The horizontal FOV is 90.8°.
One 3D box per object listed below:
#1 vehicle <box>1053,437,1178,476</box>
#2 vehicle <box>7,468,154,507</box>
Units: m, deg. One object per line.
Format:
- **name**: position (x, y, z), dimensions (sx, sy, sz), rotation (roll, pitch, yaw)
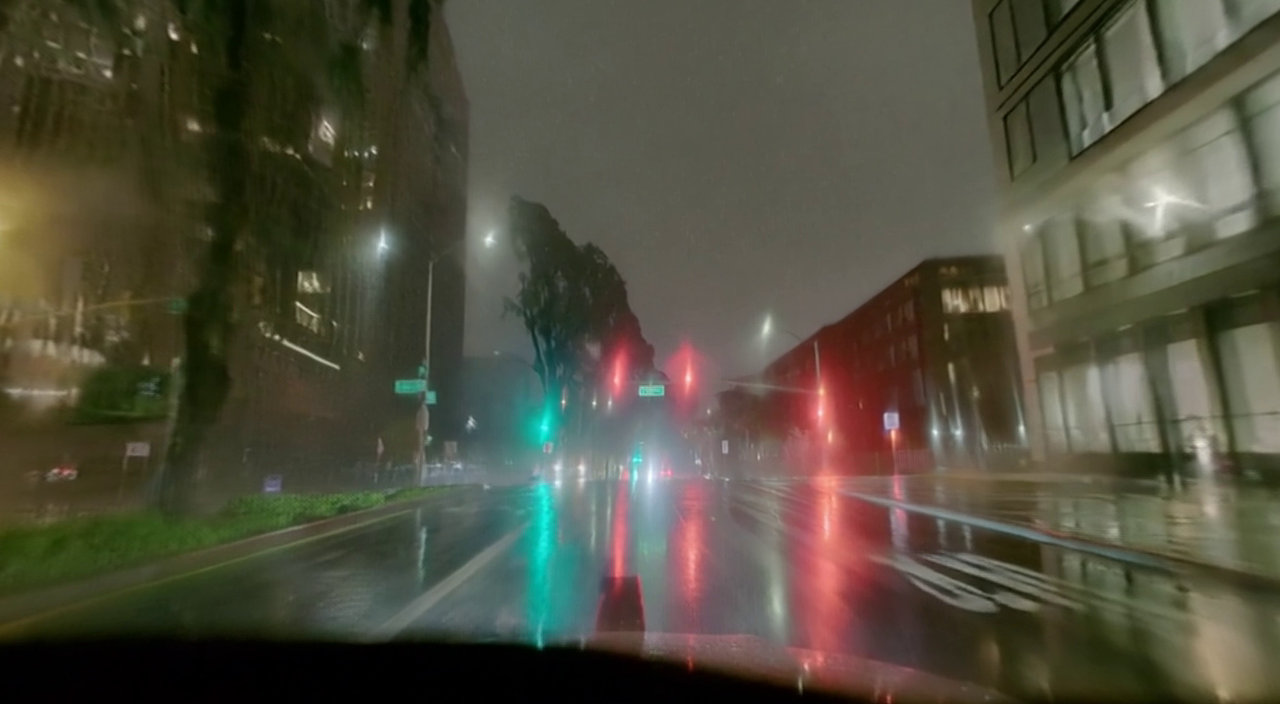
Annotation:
- **vehicle**: position (21.291, 4.710, 28.440), dimensions (3.967, 1.636, 1.932), rotation (-1, -9, 1)
- **vehicle**: position (-24.871, 6.004, 28.195), dimensions (4.758, 1.549, 2.194), rotation (-1, -8, 7)
